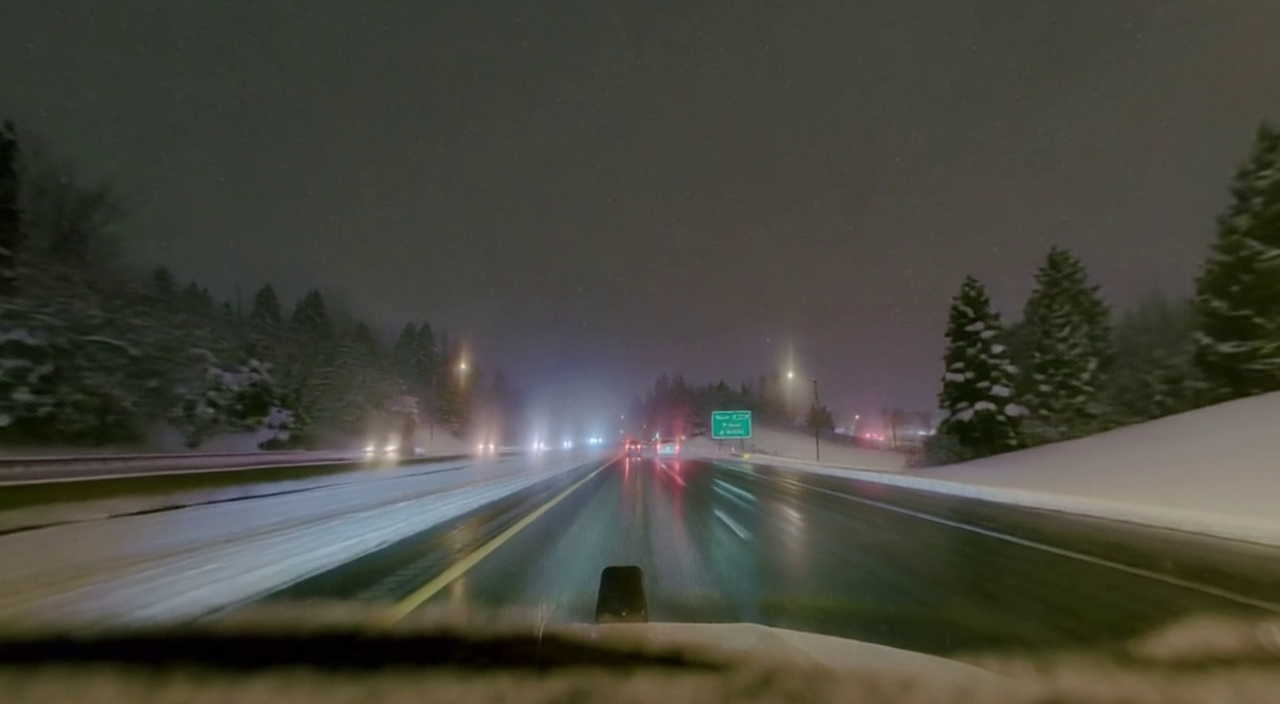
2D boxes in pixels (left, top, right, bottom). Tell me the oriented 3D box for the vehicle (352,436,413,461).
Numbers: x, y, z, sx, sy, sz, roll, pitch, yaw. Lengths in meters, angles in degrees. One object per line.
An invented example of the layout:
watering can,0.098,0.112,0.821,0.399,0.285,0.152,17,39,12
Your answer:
vehicle,-16.583,6.233,40.894,1.973,1.511,4.754,0,-8,0

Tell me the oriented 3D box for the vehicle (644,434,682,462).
vehicle,1.615,7.053,46.232,2.431,1.916,4.808,0,-8,-3
